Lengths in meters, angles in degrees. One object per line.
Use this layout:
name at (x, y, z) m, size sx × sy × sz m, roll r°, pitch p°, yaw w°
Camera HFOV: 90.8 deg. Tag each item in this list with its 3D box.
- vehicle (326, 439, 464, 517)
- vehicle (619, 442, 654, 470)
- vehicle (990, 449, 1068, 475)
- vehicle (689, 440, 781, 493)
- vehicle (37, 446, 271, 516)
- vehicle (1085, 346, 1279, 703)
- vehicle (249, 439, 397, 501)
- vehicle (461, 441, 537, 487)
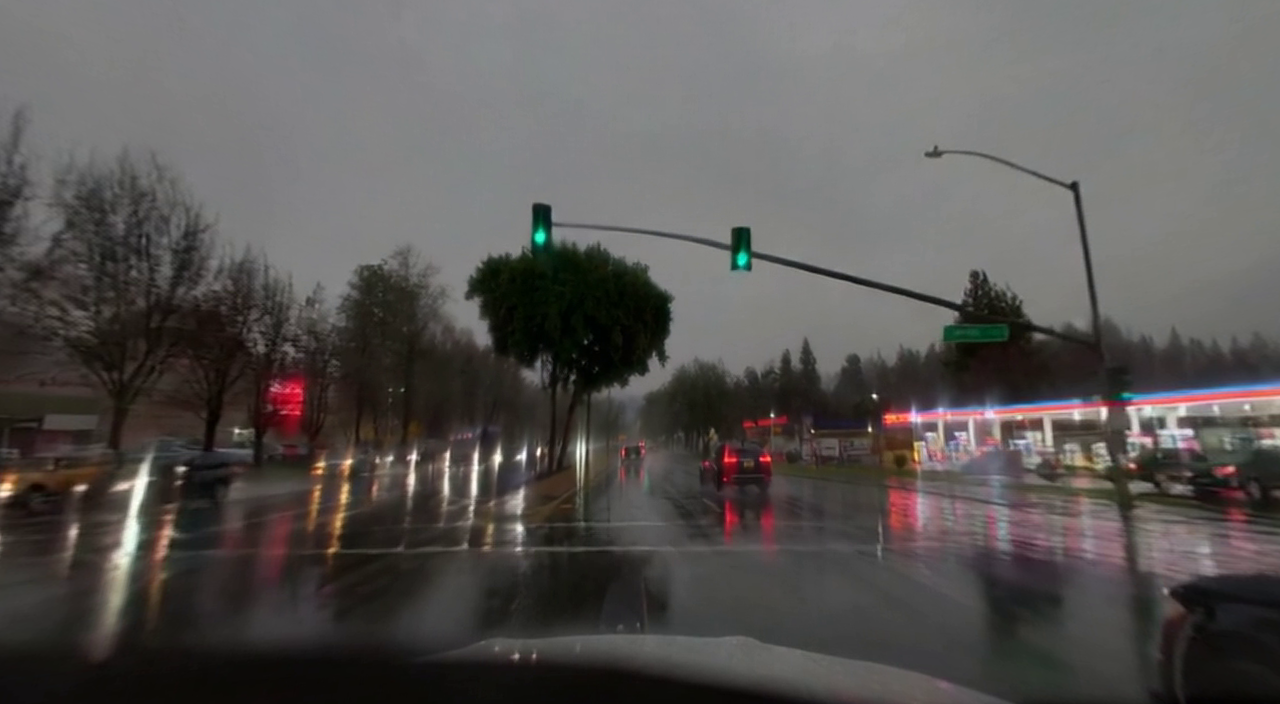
vehicle at (-5.437, 2.798, 14.690) m, size 1.972 × 1.466 × 4.493 m, roll 2°, pitch -8°, yaw -8°
vehicle at (-0.255, 6.373, 38.780) m, size 2.029 × 1.605 × 3.827 m, roll 0°, pitch -8°, yaw -2°
vehicle at (24.276, 6.853, 39.630) m, size 1.894 × 1.485 × 4.606 m, roll 0°, pitch -8°, yaw -1°
vehicle at (2.853, 3.576, 20.105) m, size 2.061 × 1.487 × 4.462 m, roll 0°, pitch -8°, yaw -3°
vehicle at (-12.399, 3.279, 16.741) m, size 2.186 × 1.532 × 5.087 m, roll 0°, pitch -8°, yaw -1°
vehicle at (3.640, 0.604, 1.036) m, size 2.117 × 1.689 × 5.113 m, roll 0°, pitch -8°, yaw 1°
vehicle at (-8.974, 3.348, 18.435) m, size 2.165 × 1.557 × 4.515 m, roll 0°, pitch -9°, yaw -3°
vehicle at (-5.150, 4.102, 23.671) m, size 1.953 × 1.526 × 4.349 m, roll 0°, pitch -8°, yaw -1°
